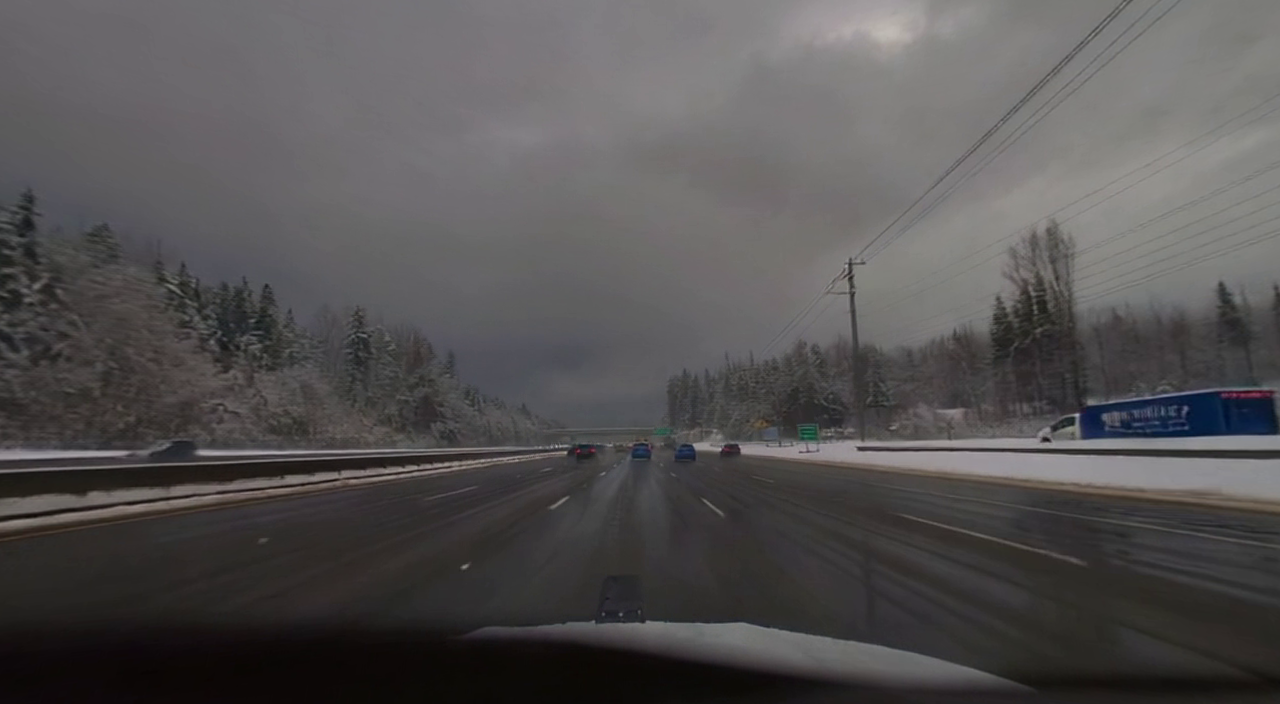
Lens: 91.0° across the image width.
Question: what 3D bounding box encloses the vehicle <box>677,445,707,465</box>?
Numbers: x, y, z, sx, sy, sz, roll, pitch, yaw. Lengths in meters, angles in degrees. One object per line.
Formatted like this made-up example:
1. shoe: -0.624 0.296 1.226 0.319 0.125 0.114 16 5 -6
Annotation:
1. vehicle: 3.989 8.011 49.077 2.076 1.506 4.050 0 -9 1
